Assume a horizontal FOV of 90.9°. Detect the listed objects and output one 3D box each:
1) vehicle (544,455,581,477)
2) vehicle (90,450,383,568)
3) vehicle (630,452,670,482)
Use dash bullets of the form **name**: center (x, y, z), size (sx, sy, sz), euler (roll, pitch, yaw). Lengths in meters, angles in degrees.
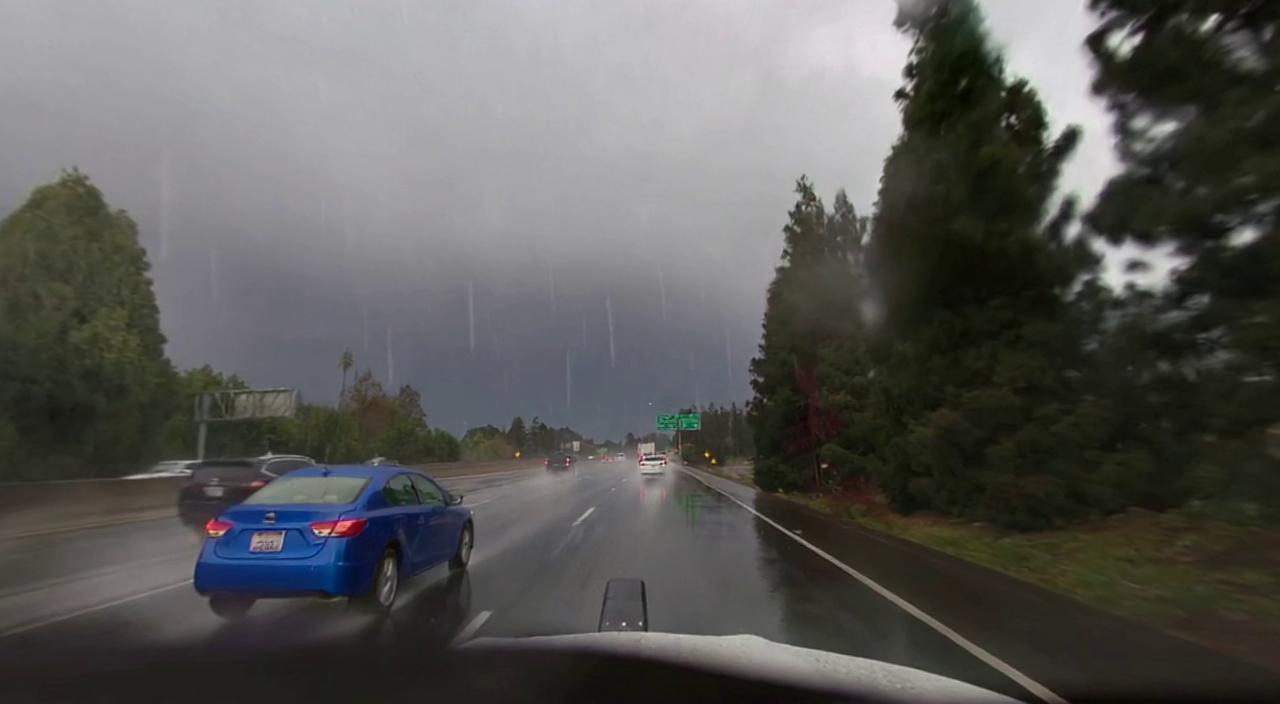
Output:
- **vehicle**: center (-5.810, 8.593, 47.762), size (2.018, 1.519, 4.380), euler (-1, -8, 3)
- **vehicle**: center (-6.367, 2.466, 10.753), size (2.075, 1.528, 4.327), euler (-1, -8, 1)
- **vehicle**: center (0.547, 6.268, 34.610), size (2.051, 1.443, 3.770), euler (-1, -8, 1)
